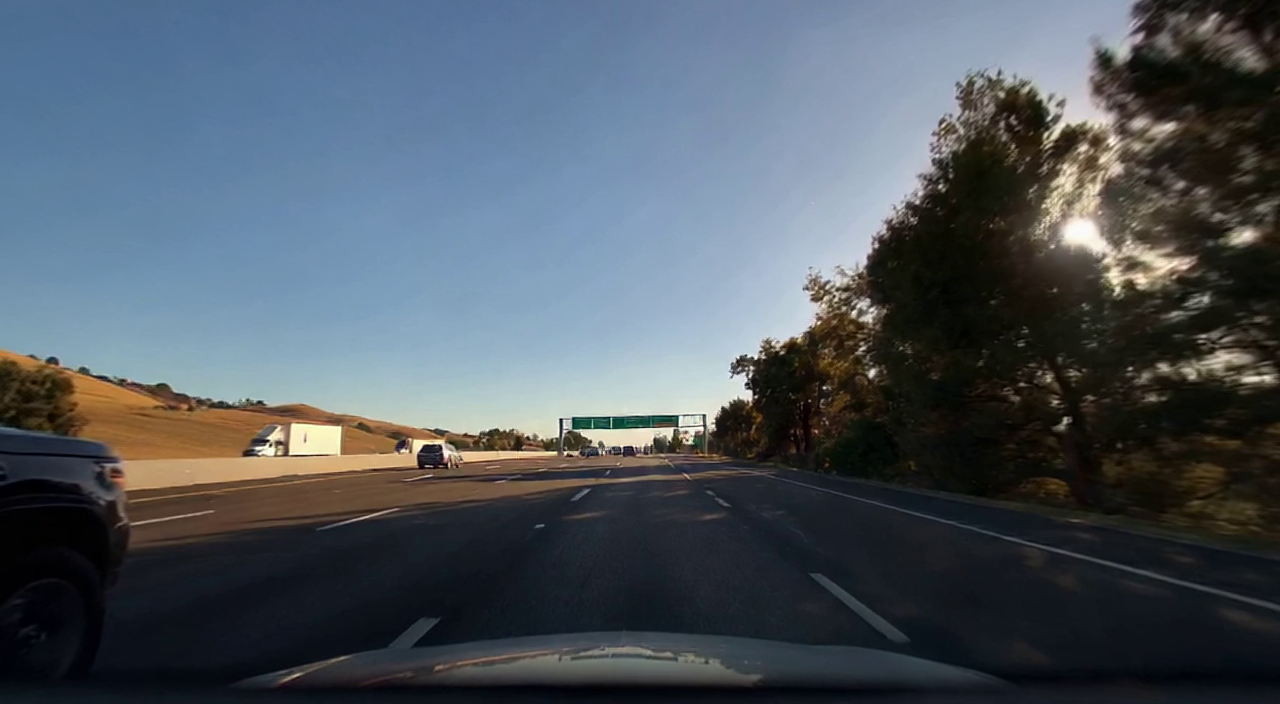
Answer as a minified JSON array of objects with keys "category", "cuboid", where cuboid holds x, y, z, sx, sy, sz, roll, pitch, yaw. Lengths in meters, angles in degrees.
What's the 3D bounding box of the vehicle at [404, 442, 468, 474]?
[{"category":"vehicle","cuboid":[-10.803,5.624,33.727,1.957,1.565,4.311,0,-8,1]}]
